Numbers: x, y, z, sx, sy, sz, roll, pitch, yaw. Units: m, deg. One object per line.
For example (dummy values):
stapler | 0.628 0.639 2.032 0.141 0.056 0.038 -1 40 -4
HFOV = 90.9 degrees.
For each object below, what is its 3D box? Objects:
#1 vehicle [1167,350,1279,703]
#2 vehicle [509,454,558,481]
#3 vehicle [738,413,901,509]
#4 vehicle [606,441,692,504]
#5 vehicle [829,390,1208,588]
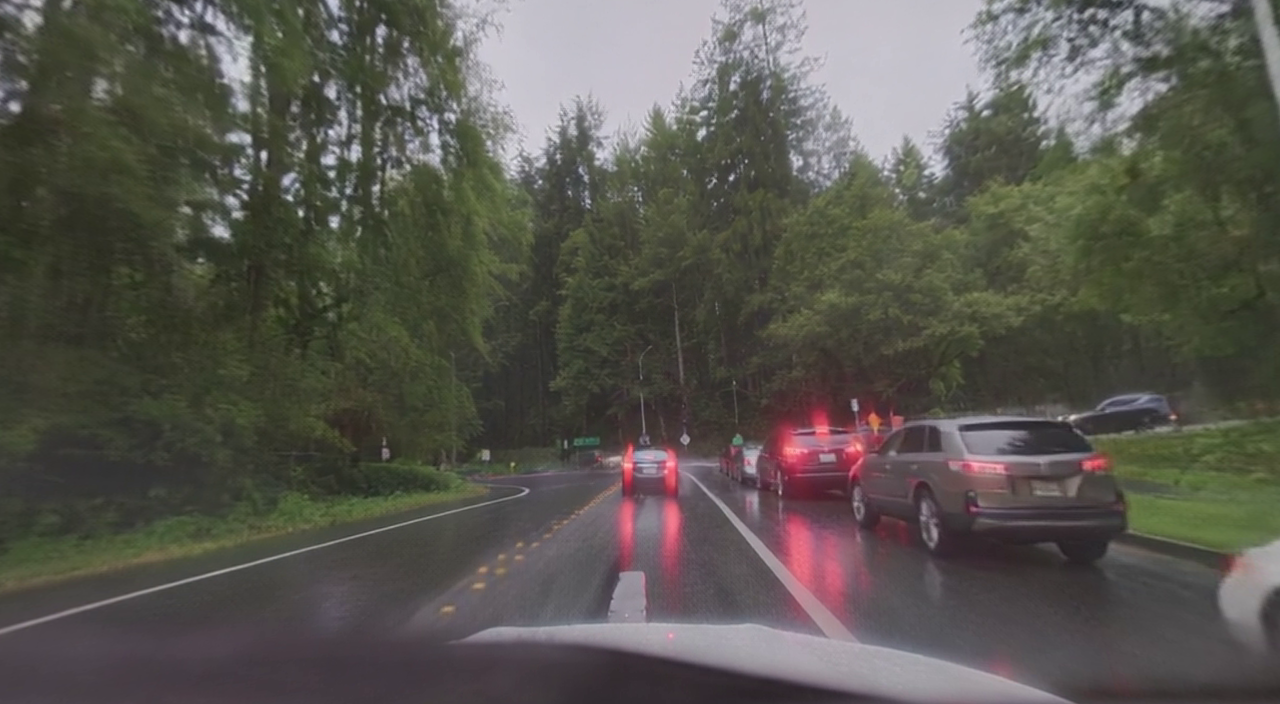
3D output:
vehicle | 4.099 0.616 1.378 1.969 1.738 4.515 0 -8 1
vehicle | -8.425 8.990 49.352 2.131 1.961 4.955 5 -10 -30
vehicle | 4.311 2.795 16.646 2.484 2.037 6.362 0 -8 0
vehicle | 0.280 3.224 17.349 2.078 1.521 4.058 0 -8 2
vehicle | 4.173 1.592 8.132 2.093 1.822 4.483 0 -8 0
